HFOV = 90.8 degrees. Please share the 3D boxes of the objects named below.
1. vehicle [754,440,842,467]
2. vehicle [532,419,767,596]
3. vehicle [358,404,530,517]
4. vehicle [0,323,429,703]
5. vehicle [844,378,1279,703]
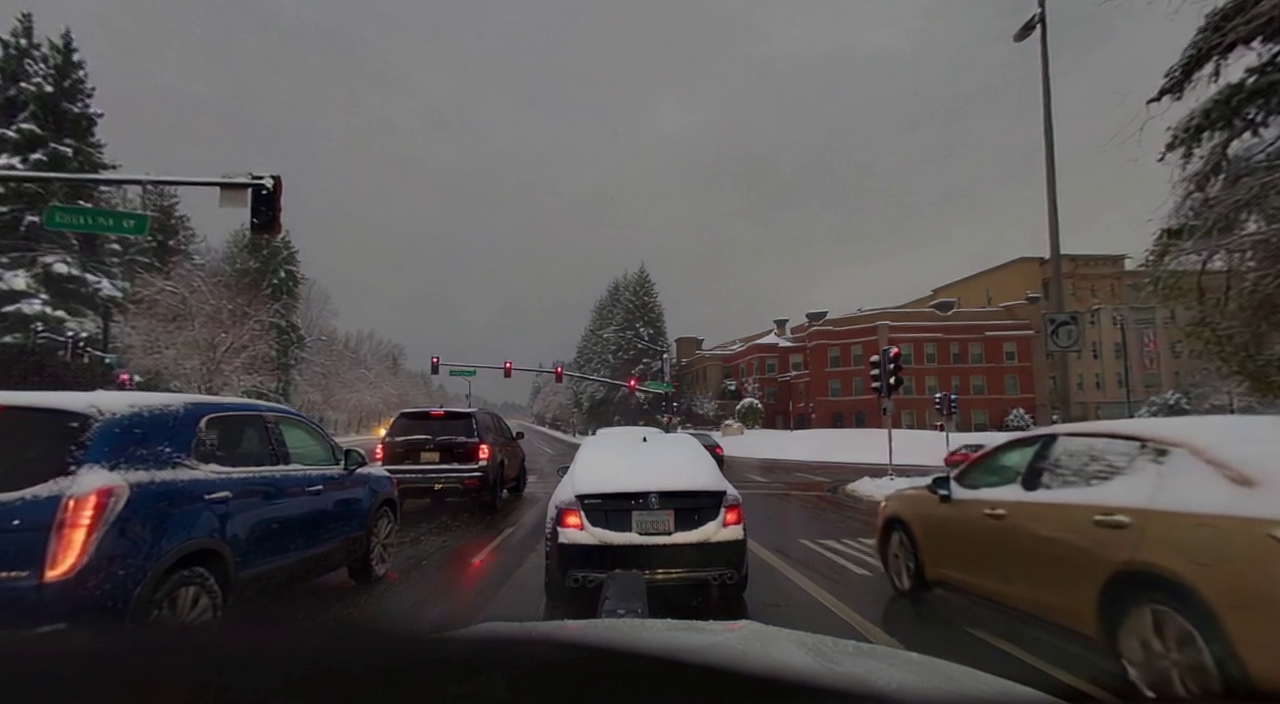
[{"bbox_3d":[9.523,6.147,38.270,4.737,1.572,2.026,0,-8,-3],"label":"vehicle"},{"bbox_3d":[-0.050,1.650,7.661,2.001,1.483,4.442,0,-8,-3],"label":"vehicle"},{"bbox_3d":[-3.943,2.322,14.012,2.305,1.984,5.586,0,-8,-3],"label":"vehicle"},{"bbox_3d":[-3.174,1.063,4.564,1.924,1.737,4.387,0,-8,-2],"label":"vehicle"},{"bbox_3d":[3.195,1.113,3.924,2.100,1.524,4.746,0,-8,-2],"label":"vehicle"}]
